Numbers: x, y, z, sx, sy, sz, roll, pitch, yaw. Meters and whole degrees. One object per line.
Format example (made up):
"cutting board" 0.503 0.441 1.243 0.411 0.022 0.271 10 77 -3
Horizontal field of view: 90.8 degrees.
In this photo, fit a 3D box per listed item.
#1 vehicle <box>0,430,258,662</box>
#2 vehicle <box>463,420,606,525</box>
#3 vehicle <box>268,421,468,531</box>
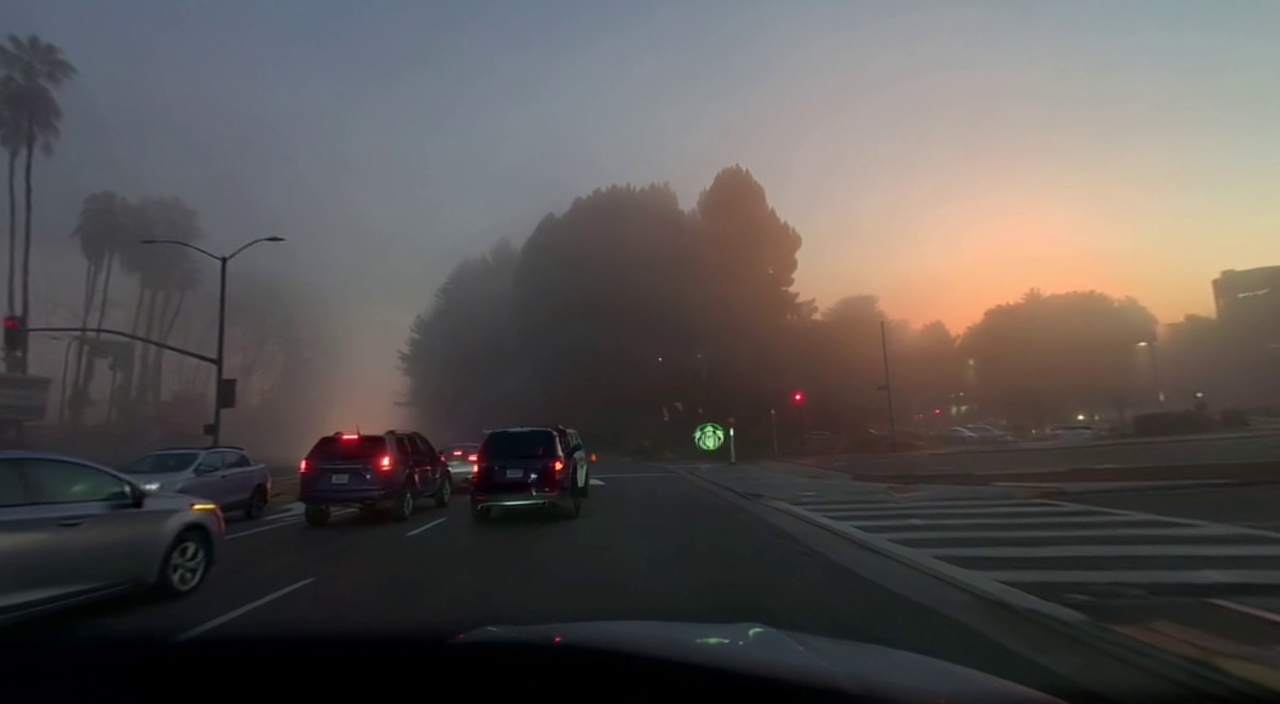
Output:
"vehicle" -5.330 1.407 4.799 1.885 1.567 4.775 0 -9 0
"vehicle" -1.908 2.371 12.910 2.153 1.759 4.320 0 -9 0
"vehicle" -5.338 2.505 13.307 2.025 1.862 4.804 0 -9 1
